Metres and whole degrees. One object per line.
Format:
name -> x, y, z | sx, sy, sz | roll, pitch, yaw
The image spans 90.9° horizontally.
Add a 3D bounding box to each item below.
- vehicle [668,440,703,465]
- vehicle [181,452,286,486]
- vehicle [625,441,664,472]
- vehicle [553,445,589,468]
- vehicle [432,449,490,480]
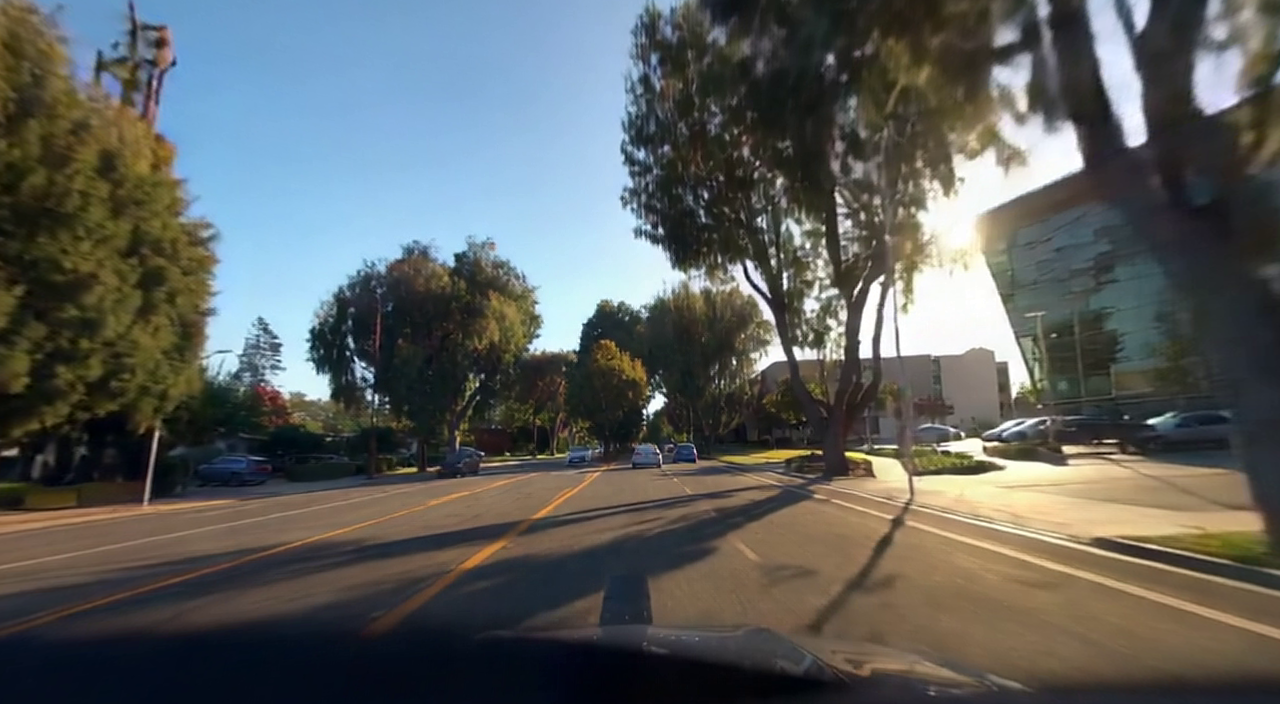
vehicle -> 3.366, 7.567, 47.522 | 2.189, 1.766, 4.495 | 0, -8, -1
vehicle -> -21.413, 6.159, 33.328 | 4.152, 1.686, 1.873 | 0, -8, -1
vehicle -> 0.257, 5.833, 35.454 | 2.109, 1.612, 3.963 | 0, -8, 0
vehicle -> -4.555, 6.951, 42.129 | 2.014, 1.487, 4.591 | 0, -8, -2
vehicle -> -9.402, 5.902, 33.419 | 1.889, 1.506, 3.911 | 0, -8, 0
